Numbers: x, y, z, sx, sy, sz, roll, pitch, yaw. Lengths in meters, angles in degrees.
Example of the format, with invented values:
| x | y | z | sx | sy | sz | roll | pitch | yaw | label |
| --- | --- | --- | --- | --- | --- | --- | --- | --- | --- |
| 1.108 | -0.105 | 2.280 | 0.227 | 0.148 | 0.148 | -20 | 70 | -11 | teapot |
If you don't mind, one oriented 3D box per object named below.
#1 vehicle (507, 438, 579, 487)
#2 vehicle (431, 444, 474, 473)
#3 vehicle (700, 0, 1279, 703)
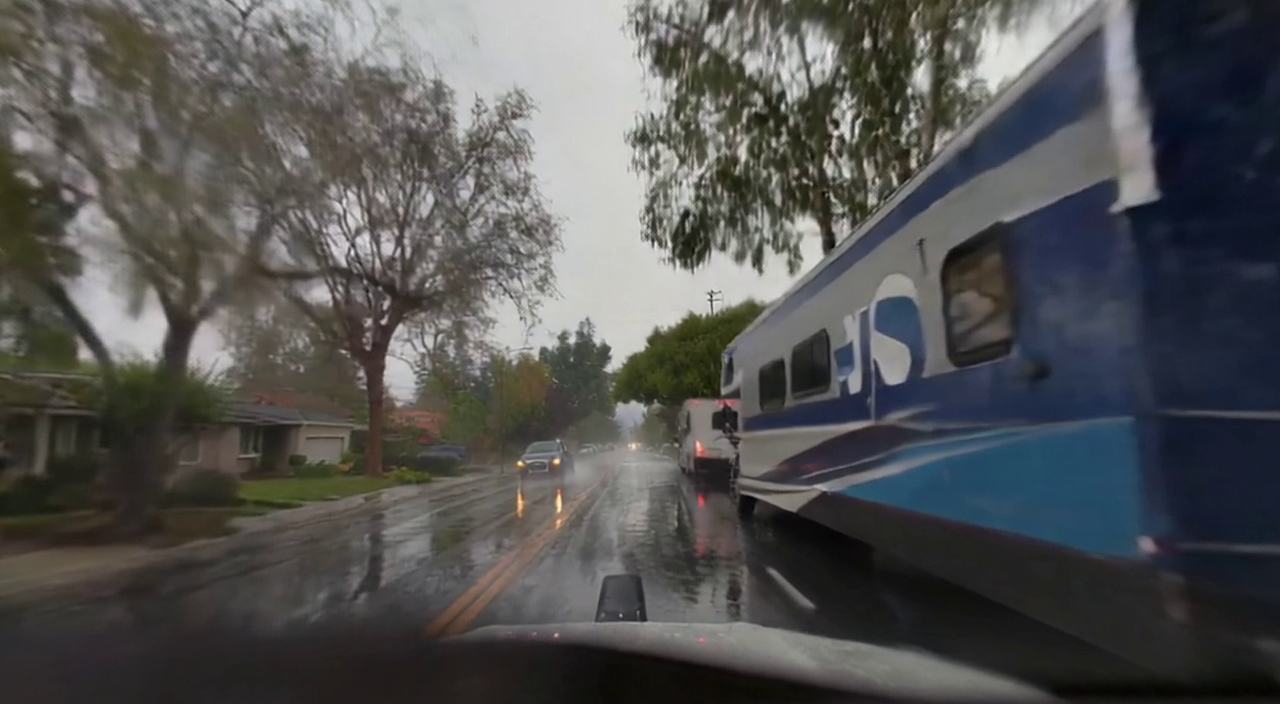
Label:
| x | y | z | sx | sy | sz | roll | pitch | yaw | label |
| --- | --- | --- | --- | --- | --- | --- | --- | --- | --- |
| -3.725 | 4.339 | 25.083 | 2.194 | 1.763 | 4.288 | 0 | -9 | 0 | vehicle |
| -12.776 | 7.252 | 43.097 | 2.111 | 1.856 | 4.803 | 0 | -9 | -8 | vehicle |
| 2.946 | 0.843 | 7.699 | 3.052 | 3.440 | 11.052 | 0 | -8 | -1 | vehicle |
